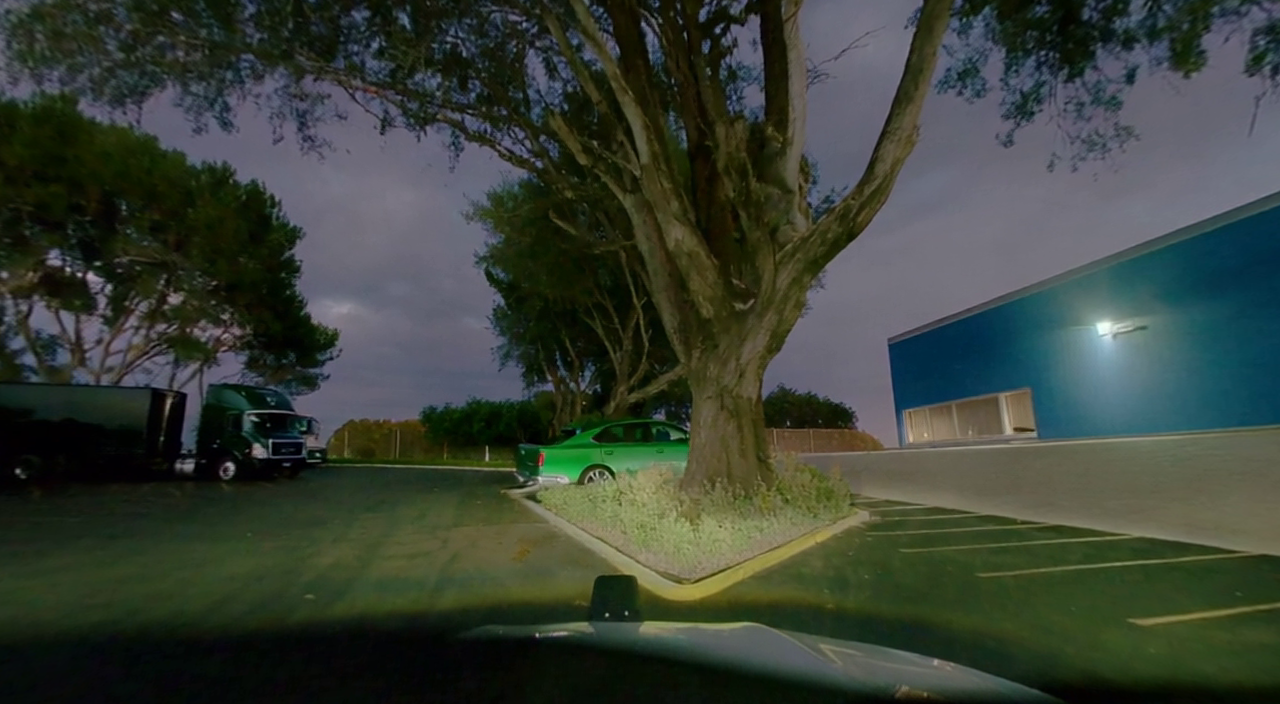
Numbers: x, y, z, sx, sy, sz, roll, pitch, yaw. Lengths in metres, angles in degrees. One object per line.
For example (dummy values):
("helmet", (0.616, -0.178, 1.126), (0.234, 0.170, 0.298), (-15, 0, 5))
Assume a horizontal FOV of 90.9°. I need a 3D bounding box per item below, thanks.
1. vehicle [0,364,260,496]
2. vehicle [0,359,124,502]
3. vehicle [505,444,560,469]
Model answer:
("vehicle", (-19.507, 3.057, 23.711), (11.906, 4.069, 2.948), (-5, -10, 28))
("vehicle", (-21.974, 2.743, 21.011), (11.512, 3.871, 3.038), (-5, -10, 29))
("vehicle", (-6.801, 6.652, 40.156), (1.809, 1.506, 3.473), (-4, -10, 24))
